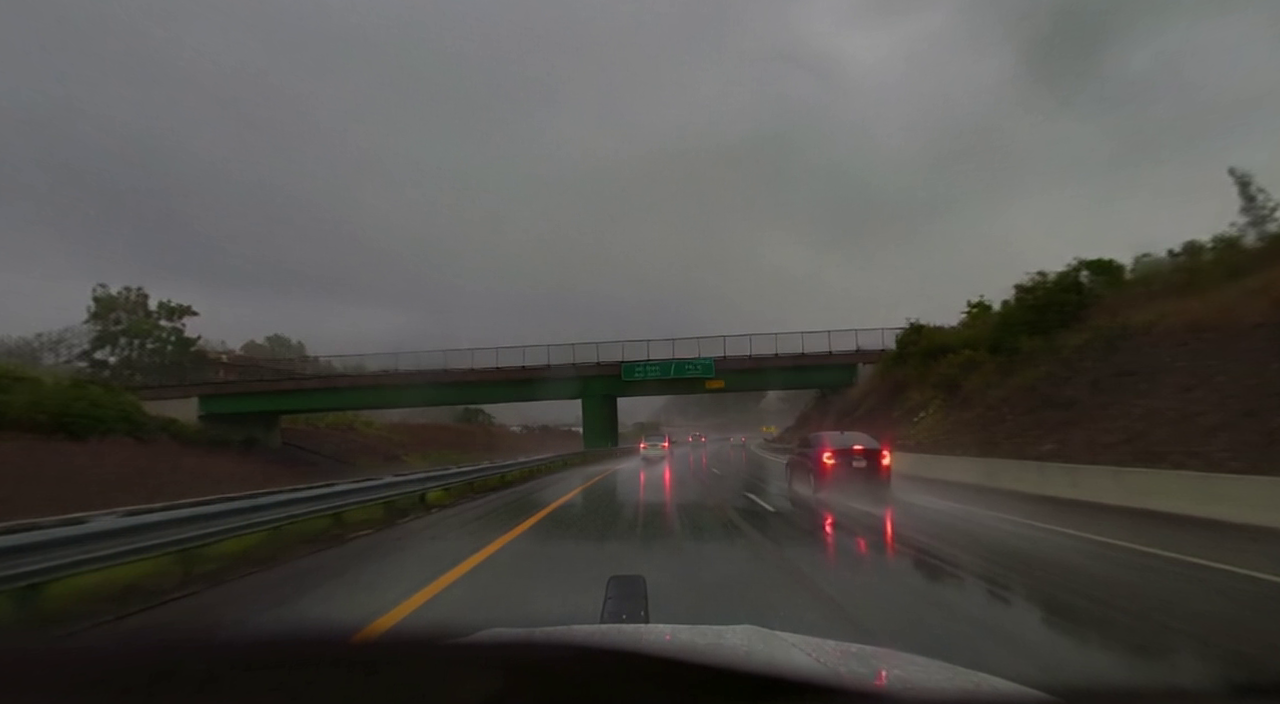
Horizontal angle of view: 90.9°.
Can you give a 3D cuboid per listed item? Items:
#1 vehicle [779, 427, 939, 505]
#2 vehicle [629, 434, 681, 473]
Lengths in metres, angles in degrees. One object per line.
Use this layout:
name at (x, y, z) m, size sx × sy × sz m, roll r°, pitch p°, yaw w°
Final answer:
vehicle at (4.704, 2.526, 14.408) m, size 2.163 × 1.489 × 4.470 m, roll 0°, pitch -8°, yaw 2°
vehicle at (0.659, 4.162, 26.026) m, size 1.993 × 1.461 × 3.812 m, roll -1°, pitch -8°, yaw 3°
